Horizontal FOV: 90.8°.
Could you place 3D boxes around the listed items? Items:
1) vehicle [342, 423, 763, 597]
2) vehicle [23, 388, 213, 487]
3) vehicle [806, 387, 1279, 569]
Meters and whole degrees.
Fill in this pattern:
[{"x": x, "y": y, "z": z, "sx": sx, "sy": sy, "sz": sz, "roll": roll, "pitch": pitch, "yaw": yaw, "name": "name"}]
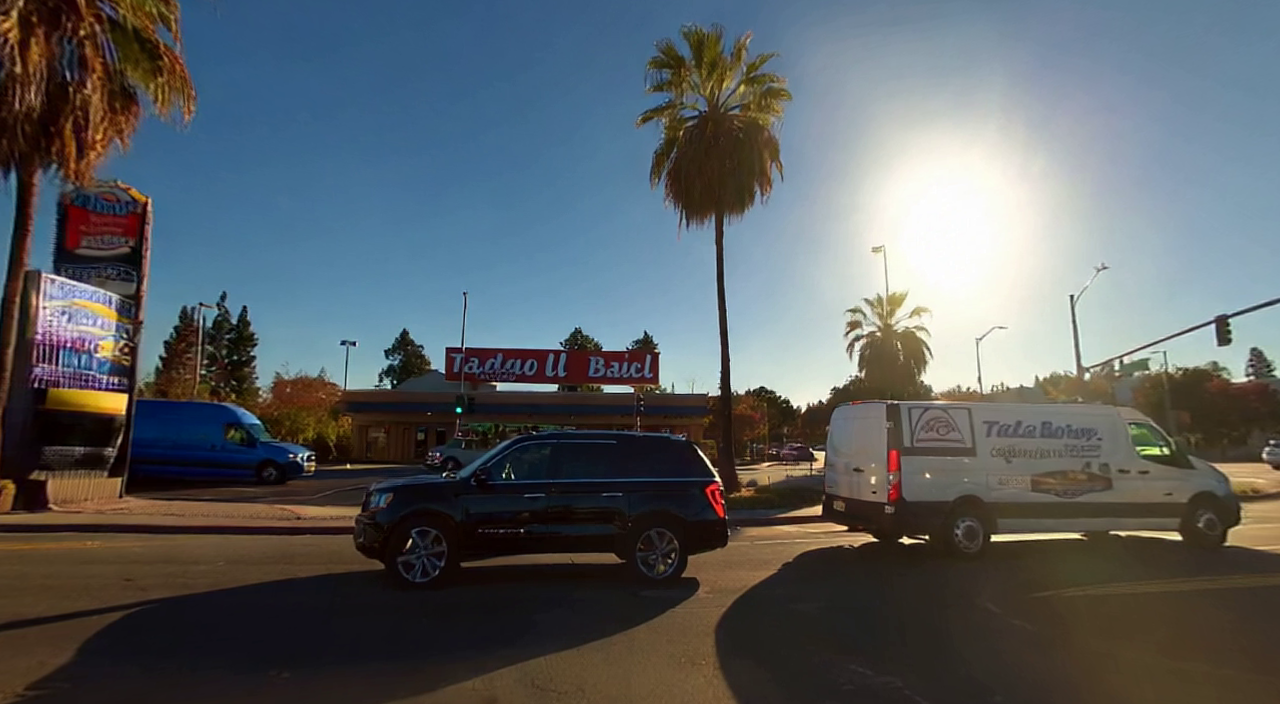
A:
[{"x": -1.013, "y": 1.815, "z": 7.945, "sx": 4.493, "sy": 1.728, "sz": 2.137, "roll": 2, "pitch": -9, "yaw": -12, "name": "vehicle"}, {"x": -23.523, "y": 4.008, "z": 29.249, "sx": 3.034, "sy": 3.929, "sz": 7.699, "roll": 1, "pitch": -9, "yaw": -9, "name": "vehicle"}, {"x": 5.968, "y": 1.779, "z": 9.500, "sx": 6.246, "sy": 2.202, "sz": 2.277, "roll": 1, "pitch": -9, "yaw": -11, "name": "vehicle"}]
